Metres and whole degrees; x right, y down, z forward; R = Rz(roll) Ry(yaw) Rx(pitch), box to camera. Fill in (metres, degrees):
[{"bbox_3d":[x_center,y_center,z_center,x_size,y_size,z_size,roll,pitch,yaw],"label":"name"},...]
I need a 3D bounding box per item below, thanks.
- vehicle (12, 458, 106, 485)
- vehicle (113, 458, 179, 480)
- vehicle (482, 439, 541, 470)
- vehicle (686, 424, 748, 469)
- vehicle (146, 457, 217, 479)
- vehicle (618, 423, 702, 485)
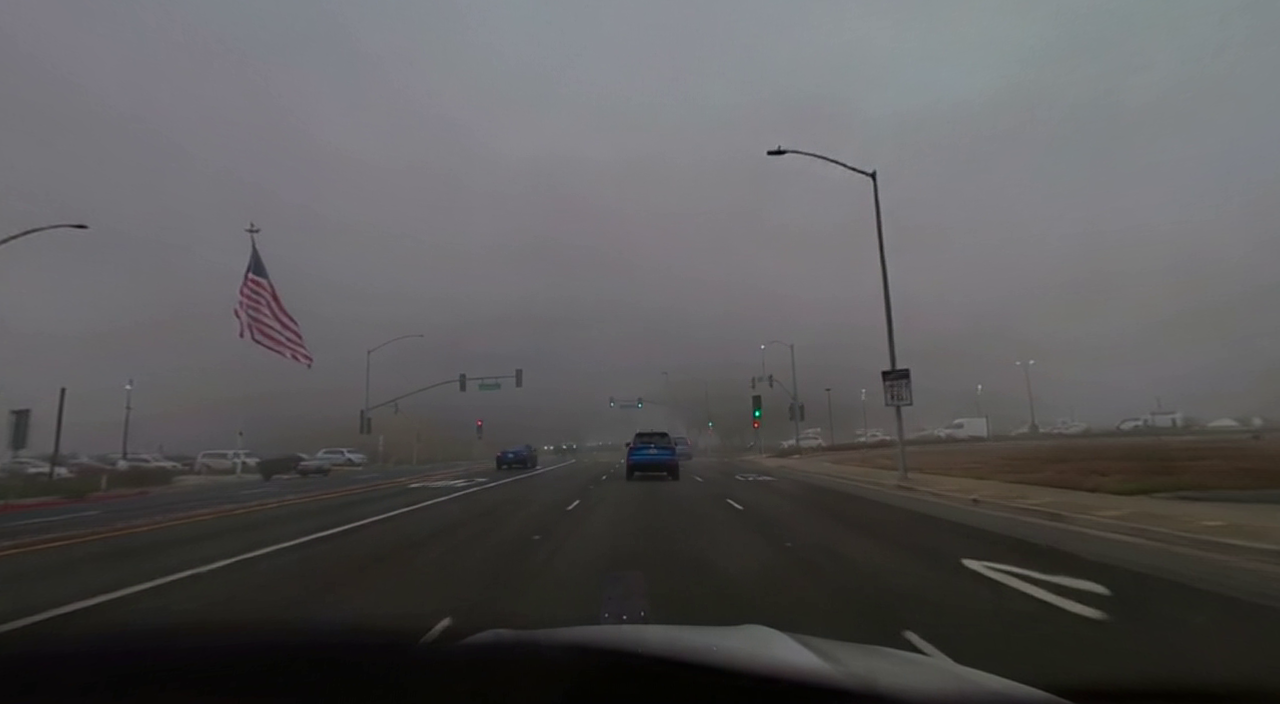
[{"bbox_3d":[-35.493,7.268,38.527,4.542,1.475,1.903,-2,-8,13],"label":"vehicle"},{"bbox_3d":[-36.702,8.702,46.955,1.785,1.415,3.853,0,-8,0],"label":"vehicle"},{"bbox_3d":[-6.444,5.167,32.140,1.966,1.461,4.422,0,-8,1],"label":"vehicle"},{"bbox_3d":[3.925,4.954,33.381,2.452,2.148,5.877,0,-8,0],"label":"vehicle"},{"bbox_3d":[-34.033,8.594,46.976,1.819,1.433,4.403,0,-8,2],"label":"vehicle"},{"bbox_3d":[0.585,3.436,21.670,2.513,1.854,5.235,0,-8,0],"label":"vehicle"}]
